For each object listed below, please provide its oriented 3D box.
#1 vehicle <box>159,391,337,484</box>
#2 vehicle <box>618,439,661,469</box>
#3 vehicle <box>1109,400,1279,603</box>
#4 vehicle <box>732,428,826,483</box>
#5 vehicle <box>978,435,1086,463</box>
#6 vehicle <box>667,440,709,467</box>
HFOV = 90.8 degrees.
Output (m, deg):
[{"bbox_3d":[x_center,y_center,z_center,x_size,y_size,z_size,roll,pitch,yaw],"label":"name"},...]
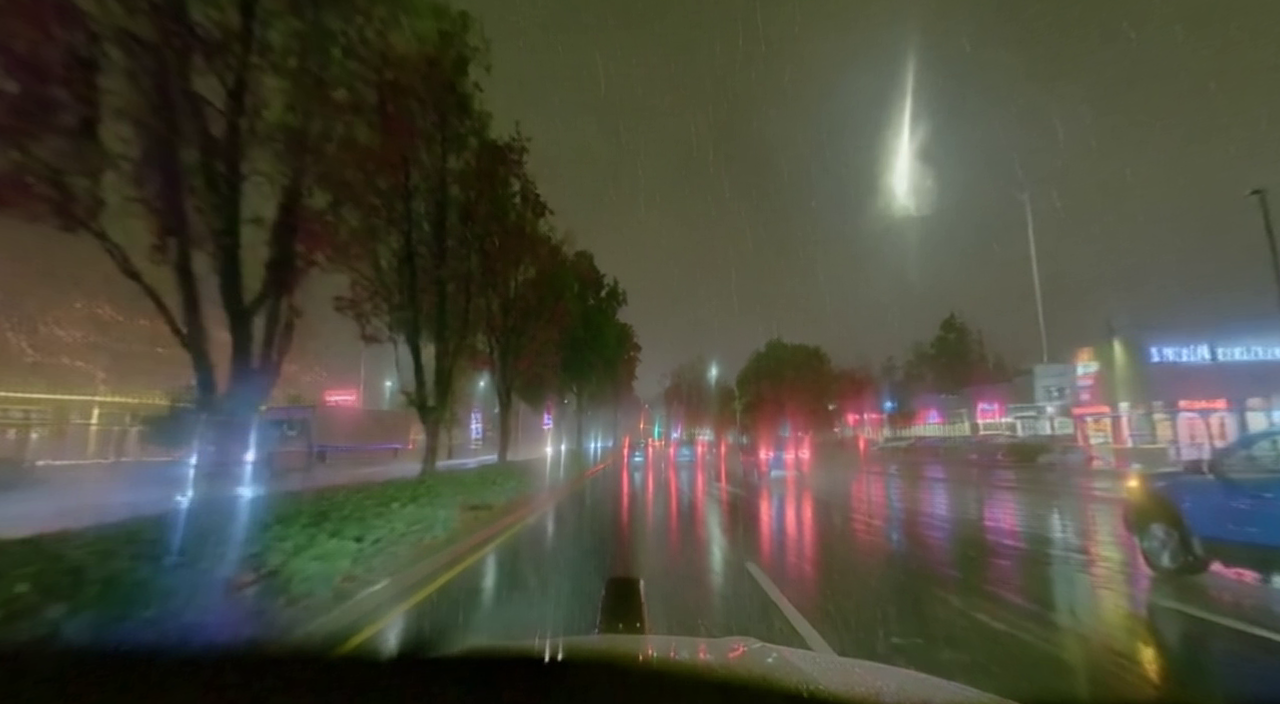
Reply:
[{"bbox_3d":[-19.210,4.345,31.967,2.999,4.017,8.806,0,-8,2],"label":"vehicle"},{"bbox_3d":[-0.042,5.250,32.682,2.056,1.440,3.798,0,-8,-1],"label":"vehicle"},{"bbox_3d":[6.222,1.177,4.828,1.949,1.647,4.261,0,-8,0],"label":"vehicle"},{"bbox_3d":[4.953,3.760,23.328,2.140,1.811,4.593,1,-8,-4],"label":"vehicle"},{"bbox_3d":[20.179,4.996,32.640,4.342,1.388,1.946,0,-8,-2],"label":"vehicle"},{"bbox_3d":[2.641,5.659,35.382,1.970,1.402,3.756,0,-8,-1],"label":"vehicle"}]
